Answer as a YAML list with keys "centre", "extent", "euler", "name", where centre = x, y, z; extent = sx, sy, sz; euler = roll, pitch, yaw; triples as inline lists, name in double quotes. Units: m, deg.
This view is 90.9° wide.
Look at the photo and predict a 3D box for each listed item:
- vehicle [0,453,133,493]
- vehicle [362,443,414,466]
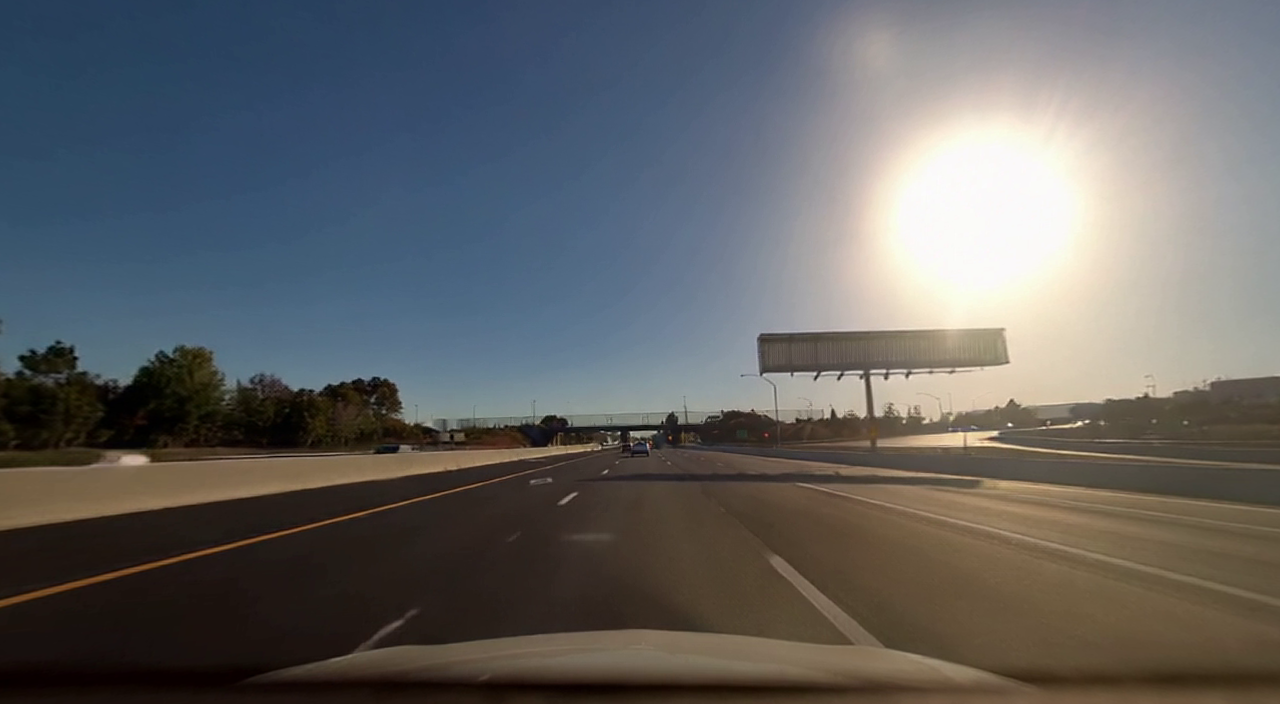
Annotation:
- centre: [-24.657, 5.151, 27.173]
  extent: [1.914, 1.497, 4.499]
  euler: [0, -8, -1]
  name: "vehicle"
- centre: [-19.450, 7.892, 48.918]
  extent: [1.942, 1.655, 4.812]
  euler: [0, -8, 1]
  name: "vehicle"
